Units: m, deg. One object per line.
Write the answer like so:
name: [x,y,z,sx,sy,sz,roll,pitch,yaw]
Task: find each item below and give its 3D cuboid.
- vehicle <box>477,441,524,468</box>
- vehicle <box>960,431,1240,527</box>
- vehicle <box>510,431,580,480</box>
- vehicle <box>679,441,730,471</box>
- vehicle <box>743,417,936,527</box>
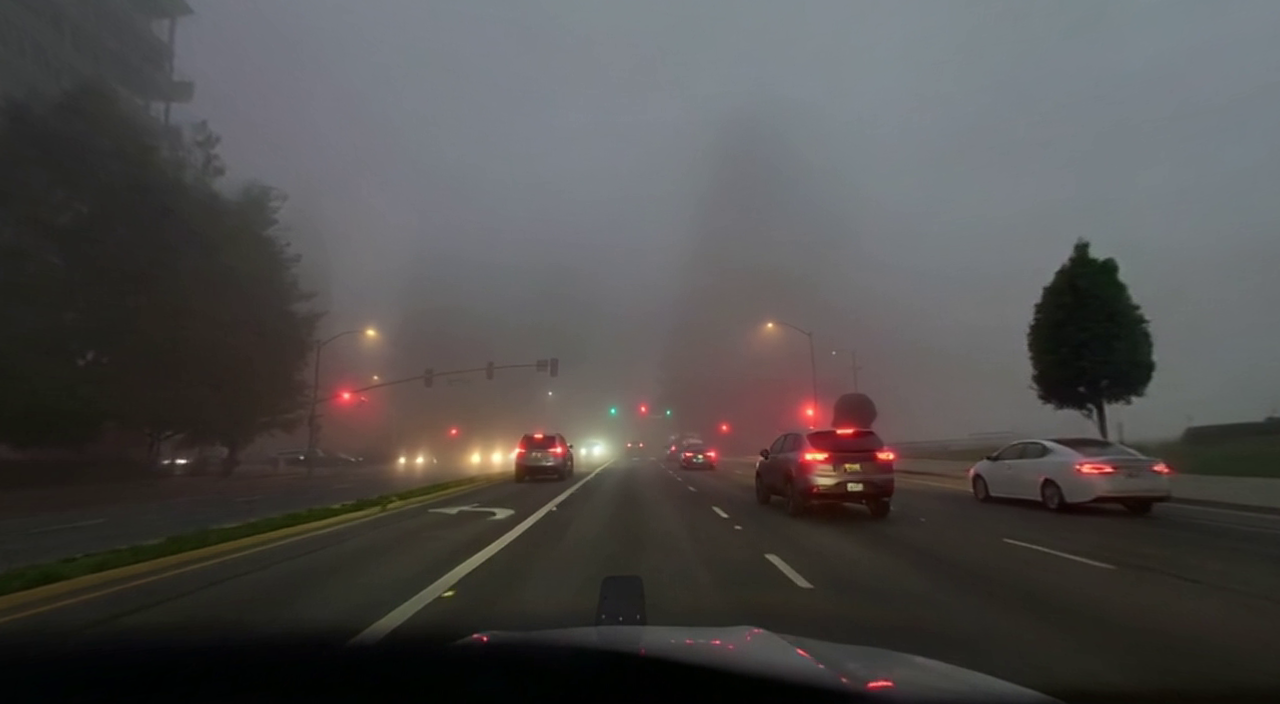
vehicle: [-9.055,6.675,41.411,2.036,1.655,4.529,0,-8,0]
vehicle: [8.528,2.367,12.453,1.944,1.503,4.723,0,-8,0]
vehicle: [-3.715,4.126,25.363,2.155,1.797,3.989,-1,-8,0]
vehicle: [3.339,5.468,33.482,2.054,1.473,4.511,0,-8,-2]
vehicle: [3.594,2.268,12.539,2.152,1.742,4.704,0,-8,-2]
